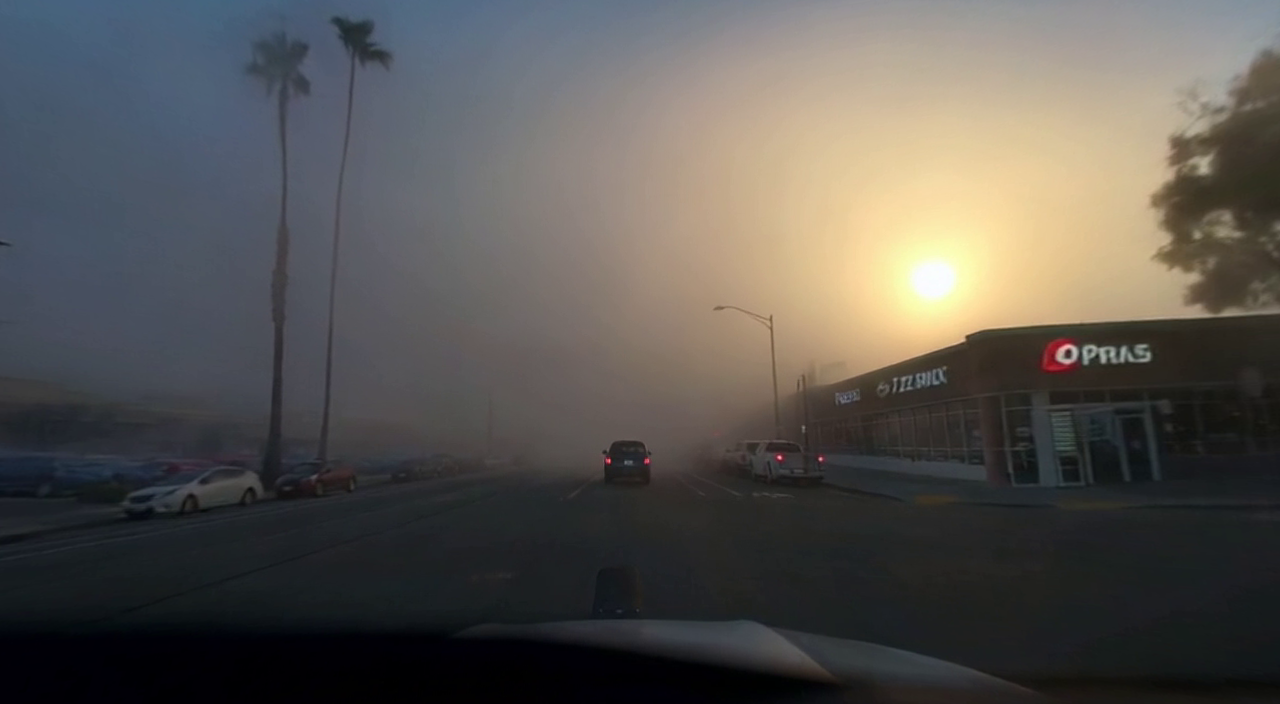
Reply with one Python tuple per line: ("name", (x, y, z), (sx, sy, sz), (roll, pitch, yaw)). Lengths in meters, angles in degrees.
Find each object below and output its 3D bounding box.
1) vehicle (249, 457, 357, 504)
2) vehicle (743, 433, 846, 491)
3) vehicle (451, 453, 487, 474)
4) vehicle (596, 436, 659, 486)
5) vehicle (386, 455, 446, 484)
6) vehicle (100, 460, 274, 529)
("vehicle", (-13.331, 5.064, 25.242), (1.968, 1.472, 4.345), (-4, -9, 0))
("vehicle", (5.647, 4.111, 23.986), (2.430, 1.924, 5.779), (0, -8, 0))
("vehicle", (-13.248, 8.687, 49.053), (1.774, 1.522, 3.699), (0, -8, 0))
("vehicle", (-0.429, 4.198, 24.497), (2.239, 1.763, 4.096), (0, -8, 0))
("vehicle", (-13.234, 6.927, 37.462), (1.840, 1.521, 4.450), (0, -8, 1))
("vehicle", (-13.132, 4.101, 18.672), (1.881, 1.484, 4.565), (-5, -8, -1))
